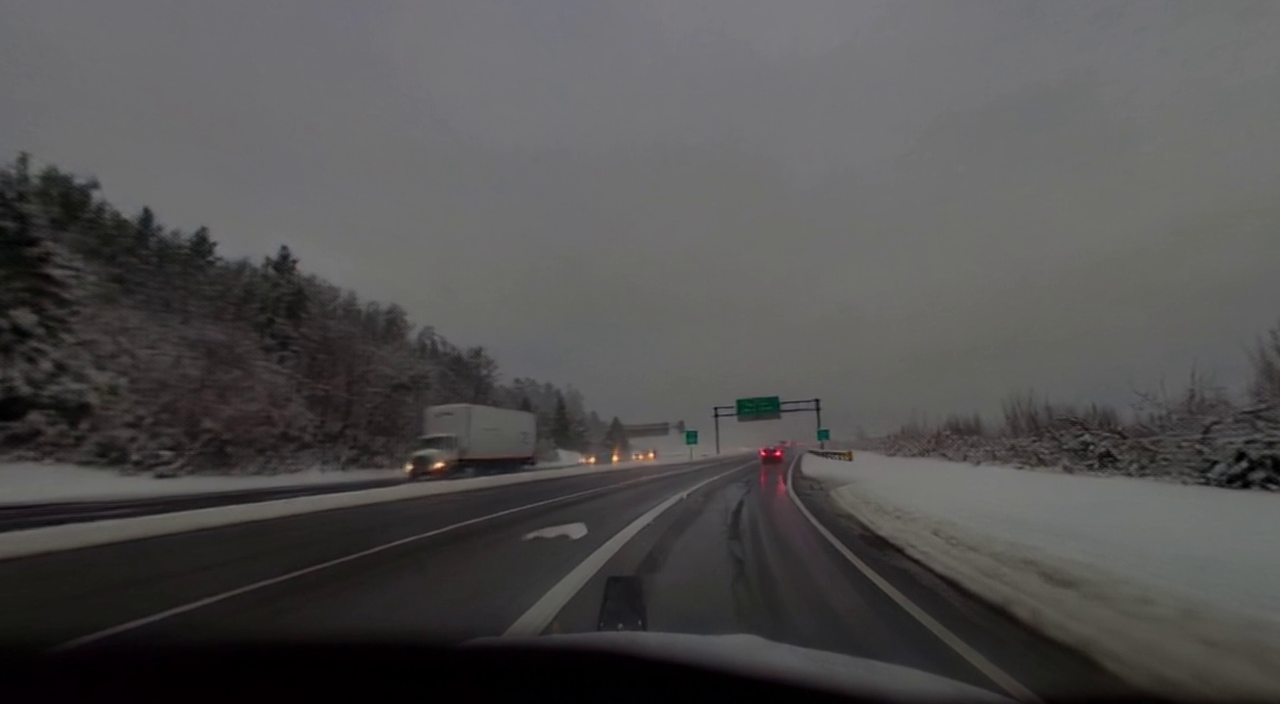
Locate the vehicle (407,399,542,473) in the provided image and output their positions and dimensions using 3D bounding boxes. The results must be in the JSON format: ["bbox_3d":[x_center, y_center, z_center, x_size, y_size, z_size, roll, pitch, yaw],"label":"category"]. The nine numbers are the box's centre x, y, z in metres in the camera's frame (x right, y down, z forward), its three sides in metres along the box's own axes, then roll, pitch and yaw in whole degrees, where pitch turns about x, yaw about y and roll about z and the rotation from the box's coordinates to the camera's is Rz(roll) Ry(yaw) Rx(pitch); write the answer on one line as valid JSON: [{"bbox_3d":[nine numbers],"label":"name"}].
[{"bbox_3d":[-8.730,4.774,34.892,2.965,3.507,9.019,-3,-9,16],"label":"vehicle"}]

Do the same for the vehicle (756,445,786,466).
[{"bbox_3d":[9.312,7.298,44.581,1.807,1.427,3.645,-3,-9,16],"label":"vehicle"}]
